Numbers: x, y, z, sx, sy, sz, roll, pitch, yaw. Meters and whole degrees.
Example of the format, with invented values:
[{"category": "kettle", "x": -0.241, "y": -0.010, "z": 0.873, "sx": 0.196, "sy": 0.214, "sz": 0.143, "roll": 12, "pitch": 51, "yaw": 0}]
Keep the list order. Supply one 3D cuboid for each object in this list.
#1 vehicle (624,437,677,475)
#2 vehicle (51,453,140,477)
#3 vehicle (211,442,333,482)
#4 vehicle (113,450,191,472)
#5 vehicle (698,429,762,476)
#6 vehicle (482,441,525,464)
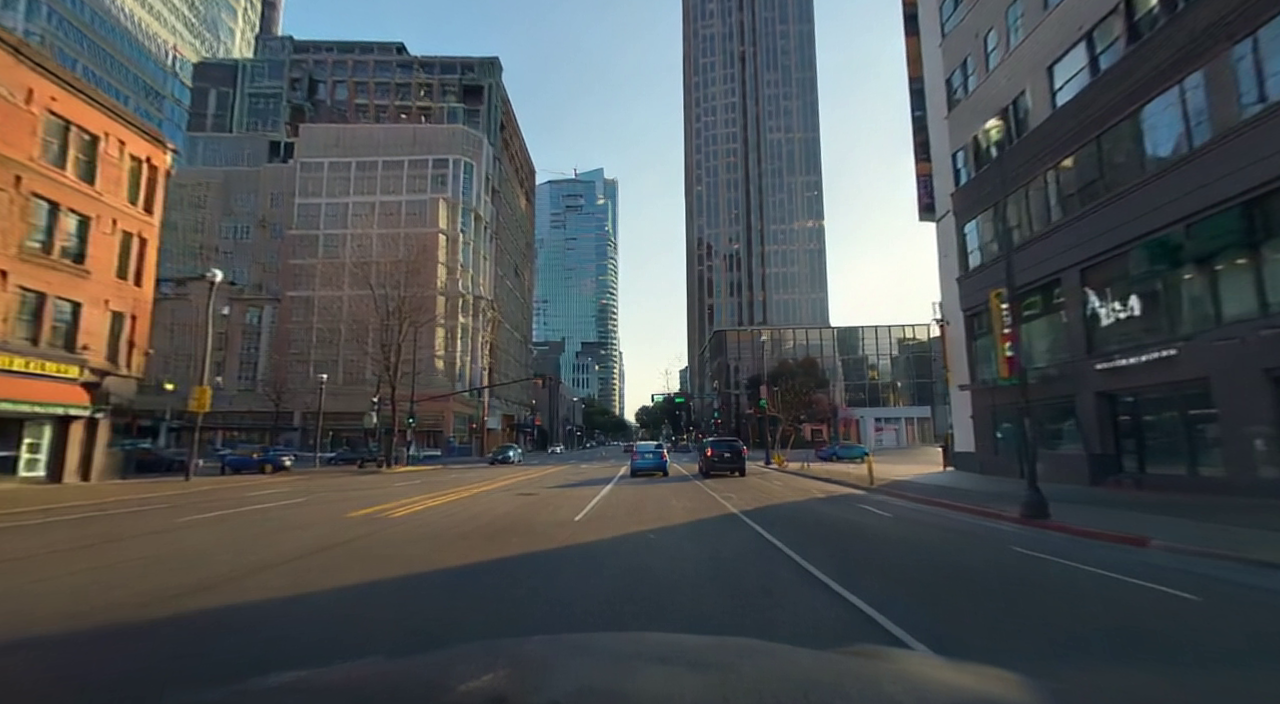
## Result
[{"category": "vehicle", "x": 0.448, "y": 4.740, "z": 29.011, "sx": 2.245, "sy": 1.587, "sz": 4.094, "roll": 0, "pitch": -8, "yaw": 0}, {"category": "vehicle", "x": -37.693, "y": 7.785, "z": 43.698, "sx": 4.180, "sy": 1.573, "sz": 2.145, "roll": 0, "pitch": -9, "yaw": 2}, {"category": "vehicle", "x": -19.954, "y": 5.959, "z": 34.376, "sx": 5.223, "sy": 2.060, "sz": 2.247, "roll": 0, "pitch": -8, "yaw": 1}, {"category": "vehicle", "x": -37.791, "y": 8.452, "z": 48.878, "sx": 4.234, "sy": 1.573, "sz": 2.229, "roll": -1, "pitch": -8, "yaw": 0}, {"category": "vehicle", "x": 3.958, "y": 4.544, "z": 28.640, "sx": 2.159, "sy": 1.938, "sz": 4.836, "roll": 0, "pitch": -8, "yaw": 0}, {"category": "vehicle", "x": -10.453, "y": 7.711, "z": 48.635, "sx": 2.232, "sy": 1.669, "sz": 4.354, "roll": -1, "pitch": -8, "yaw": 1}]
